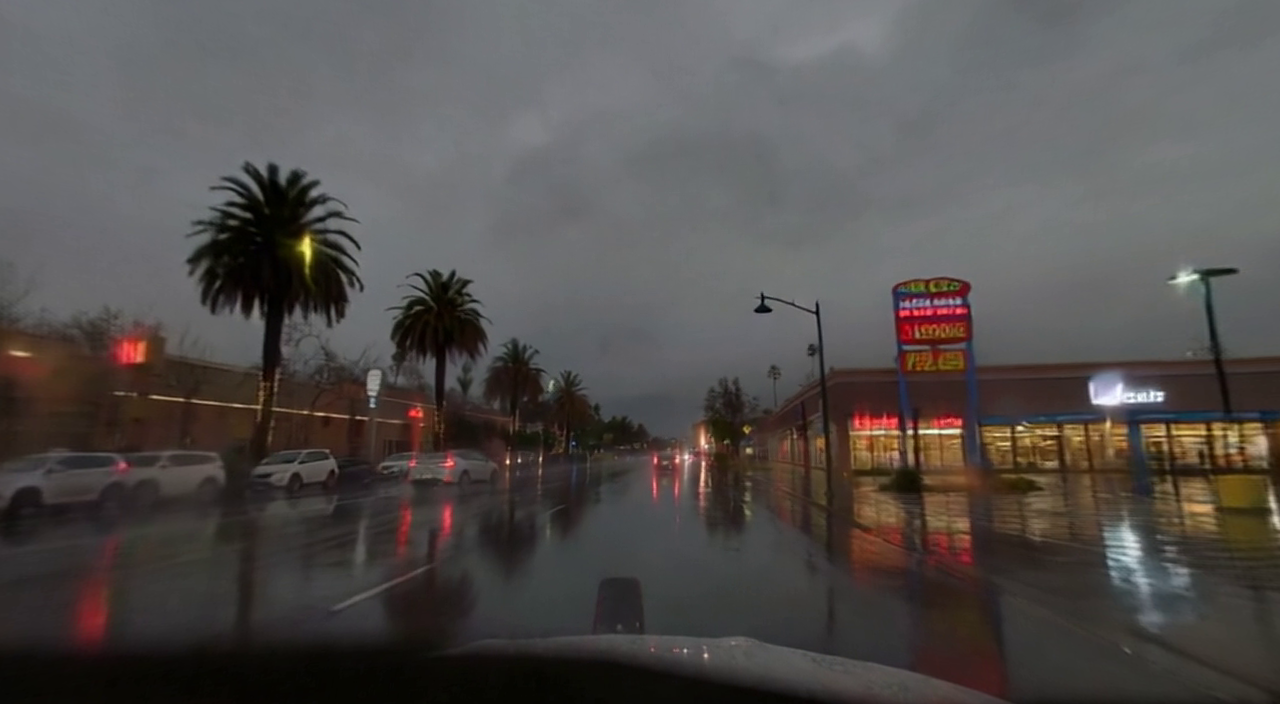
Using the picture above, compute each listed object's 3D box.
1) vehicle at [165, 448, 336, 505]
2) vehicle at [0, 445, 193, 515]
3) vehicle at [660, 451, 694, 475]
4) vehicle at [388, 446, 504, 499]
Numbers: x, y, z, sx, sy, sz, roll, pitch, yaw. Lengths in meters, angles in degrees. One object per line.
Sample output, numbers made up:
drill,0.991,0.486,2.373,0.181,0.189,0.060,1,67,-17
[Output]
vehicle,-11.650,3.697,19.314,1.981,1.493,4.721,-1,-9,4
vehicle,-14.688,3.332,17.018,1.882,1.623,4.270,0,-9,3
vehicle,2.540,7.435,42.344,2.139,1.461,4.918,-1,-9,5
vehicle,-6.180,3.866,20.663,2.090,1.520,4.452,-1,-9,4
